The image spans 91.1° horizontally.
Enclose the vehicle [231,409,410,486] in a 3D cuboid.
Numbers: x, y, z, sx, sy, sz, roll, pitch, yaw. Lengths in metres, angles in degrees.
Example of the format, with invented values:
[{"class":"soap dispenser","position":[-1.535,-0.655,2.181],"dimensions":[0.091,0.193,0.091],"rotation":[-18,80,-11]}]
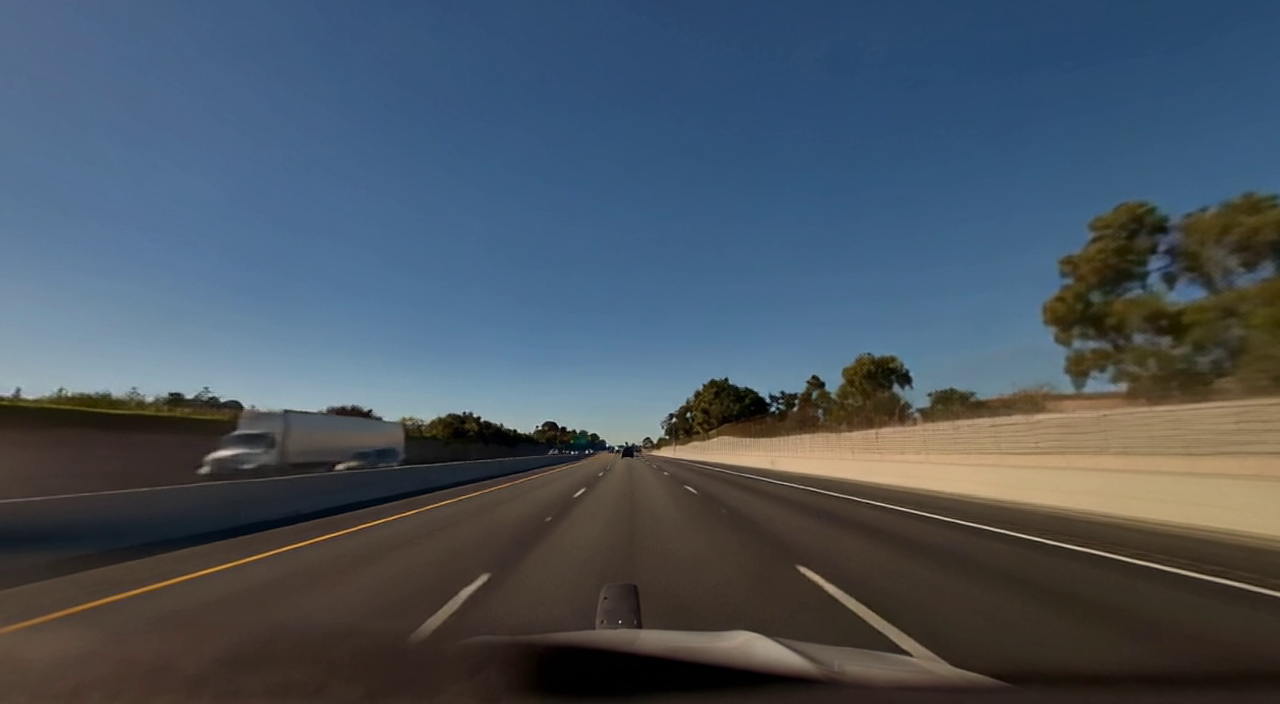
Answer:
[{"class":"vehicle","position":[-20.042,6.338,41.849],"dimensions":[3.483,4.025,16.969],"rotation":[0,-9,-1]}]

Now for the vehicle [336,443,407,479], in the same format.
[{"class":"vehicle","position":[-16.201,6.591,38.272],"dimensions":[2.222,2.003,4.982],"rotation":[0,-9,-1]}]
